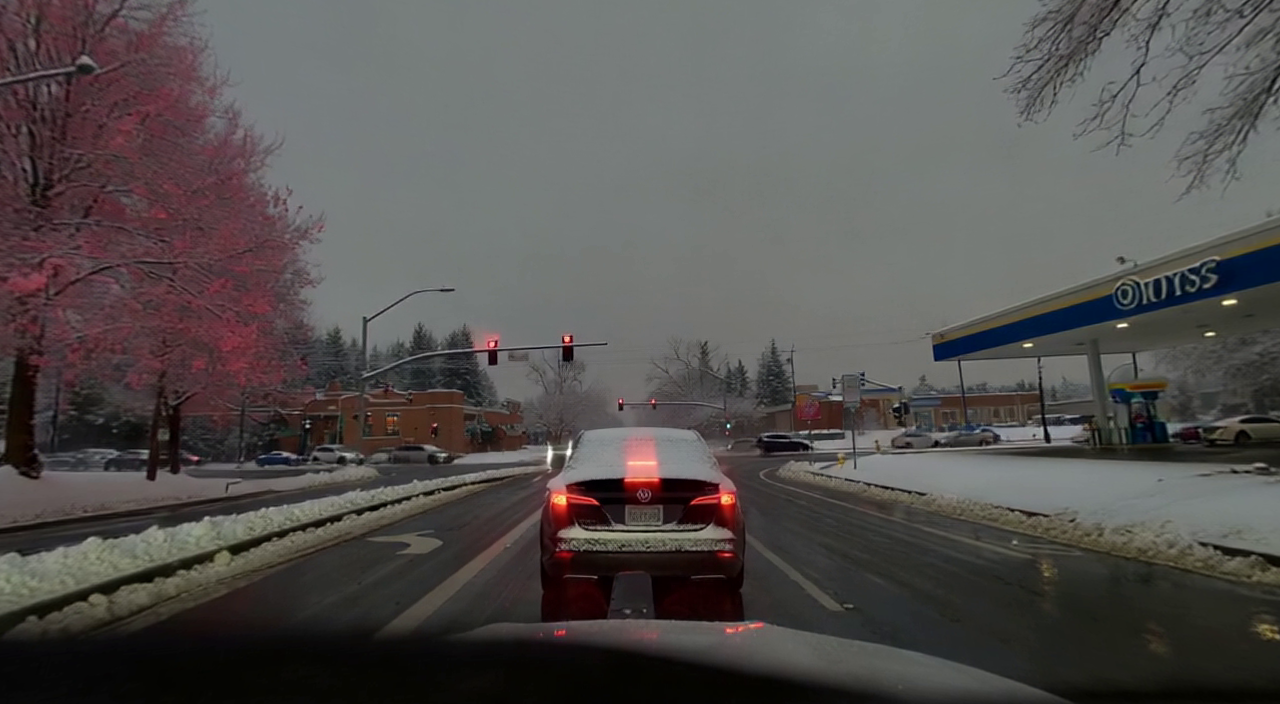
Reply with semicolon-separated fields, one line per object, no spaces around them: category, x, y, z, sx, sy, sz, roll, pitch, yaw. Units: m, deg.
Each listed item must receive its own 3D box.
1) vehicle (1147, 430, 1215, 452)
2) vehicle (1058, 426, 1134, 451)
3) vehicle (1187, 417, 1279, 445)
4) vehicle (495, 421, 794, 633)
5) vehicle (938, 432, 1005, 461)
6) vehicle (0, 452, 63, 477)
vehicle;40.937;6.721;47.715;3.573;1.432;1.604;-3;-8;1
vehicle;34.595;6.595;47.904;4.294;1.557;1.744;-4;-8;1
vehicle;36.315;4.860;38.482;1.848;1.581;4.475;-1;-8;3
vehicle;0.009;1.537;6.564;2.112;1.482;4.057;0;-8;-1
vehicle;18.385;5.239;34.859;2.053;1.495;4.091;-8;-12;44
vehicle;-40.080;7.111;39.847;4.813;1.455;1.889;3;-9;-20
